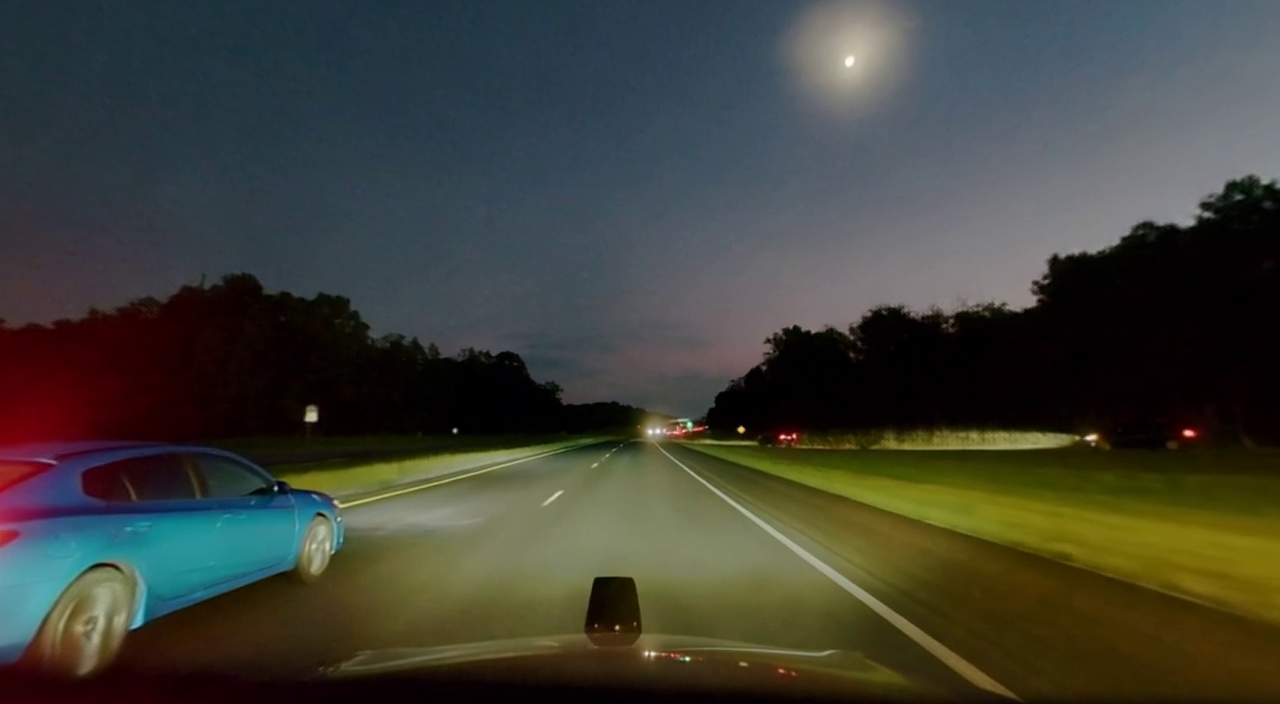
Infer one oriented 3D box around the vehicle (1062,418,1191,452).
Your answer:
[{"bbox_3d":[23.173,3.997,30.092,1.992,1.486,4.406,6,-10,-37],"label":"vehicle"}]
